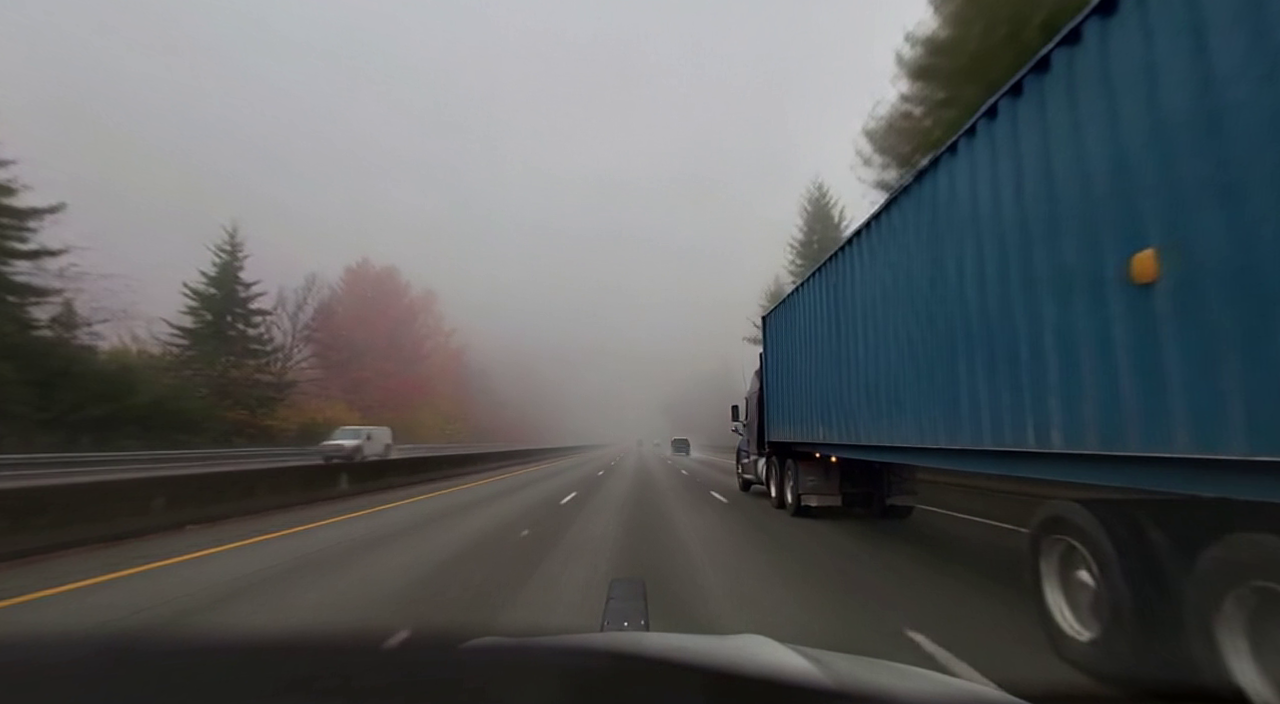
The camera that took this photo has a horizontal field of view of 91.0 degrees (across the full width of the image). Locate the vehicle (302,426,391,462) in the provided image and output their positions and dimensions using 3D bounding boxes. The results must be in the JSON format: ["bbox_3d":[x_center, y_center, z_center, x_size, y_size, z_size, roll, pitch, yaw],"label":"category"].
[{"bbox_3d":[-15.086,4.775,32.665,2.109,1.742,4.977,0,-8,1],"label":"vehicle"}]

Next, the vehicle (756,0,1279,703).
[{"bbox_3d":[4.031,0.304,7.527,2.903,4.003,13.046,0,-8,1],"label":"vehicle"}]
